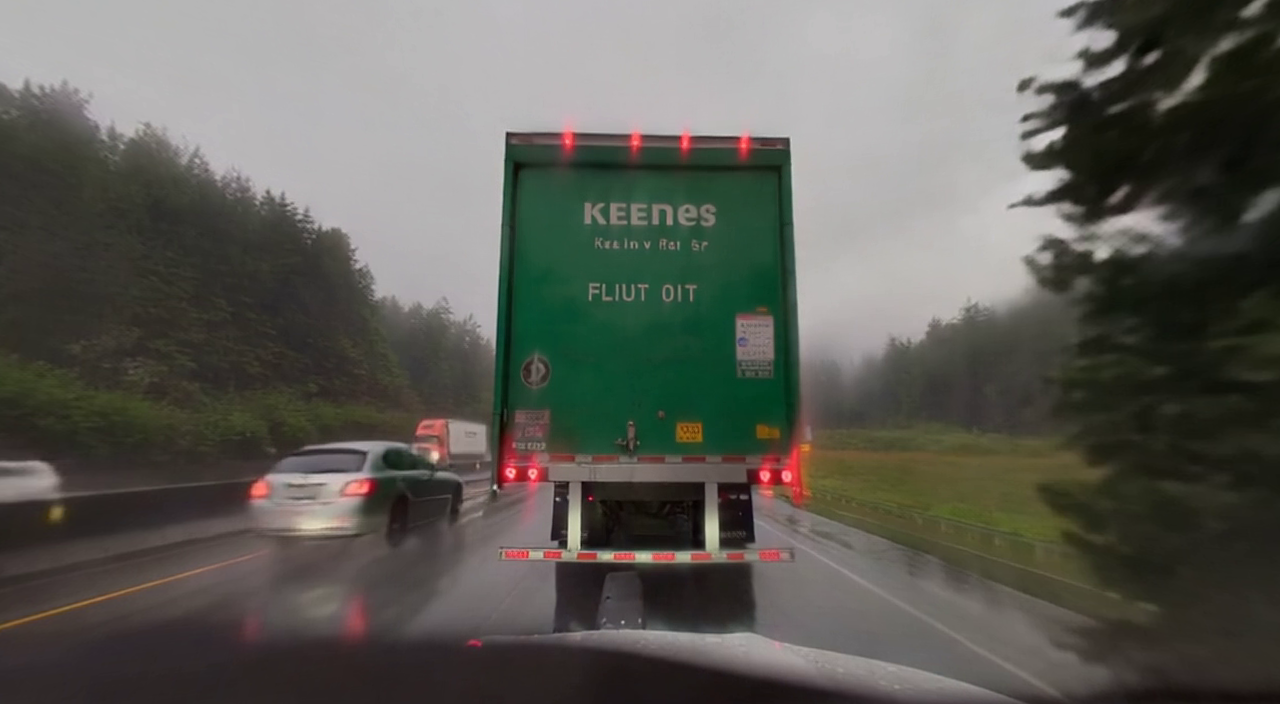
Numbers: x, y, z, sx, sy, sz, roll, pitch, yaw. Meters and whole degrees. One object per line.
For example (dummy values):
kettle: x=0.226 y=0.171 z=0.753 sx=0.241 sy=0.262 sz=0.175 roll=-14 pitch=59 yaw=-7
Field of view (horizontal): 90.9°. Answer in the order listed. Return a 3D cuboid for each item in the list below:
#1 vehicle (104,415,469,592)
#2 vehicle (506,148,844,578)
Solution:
vehicle: x=-3.804 y=1.715 z=7.924 sx=2.095 sy=1.600 sz=4.247 roll=0 pitch=-9 yaw=0
vehicle: x=0.233 y=1.117 z=13.478 sx=3.230 sy=4.377 sz=14.405 roll=0 pitch=-9 yaw=-1
